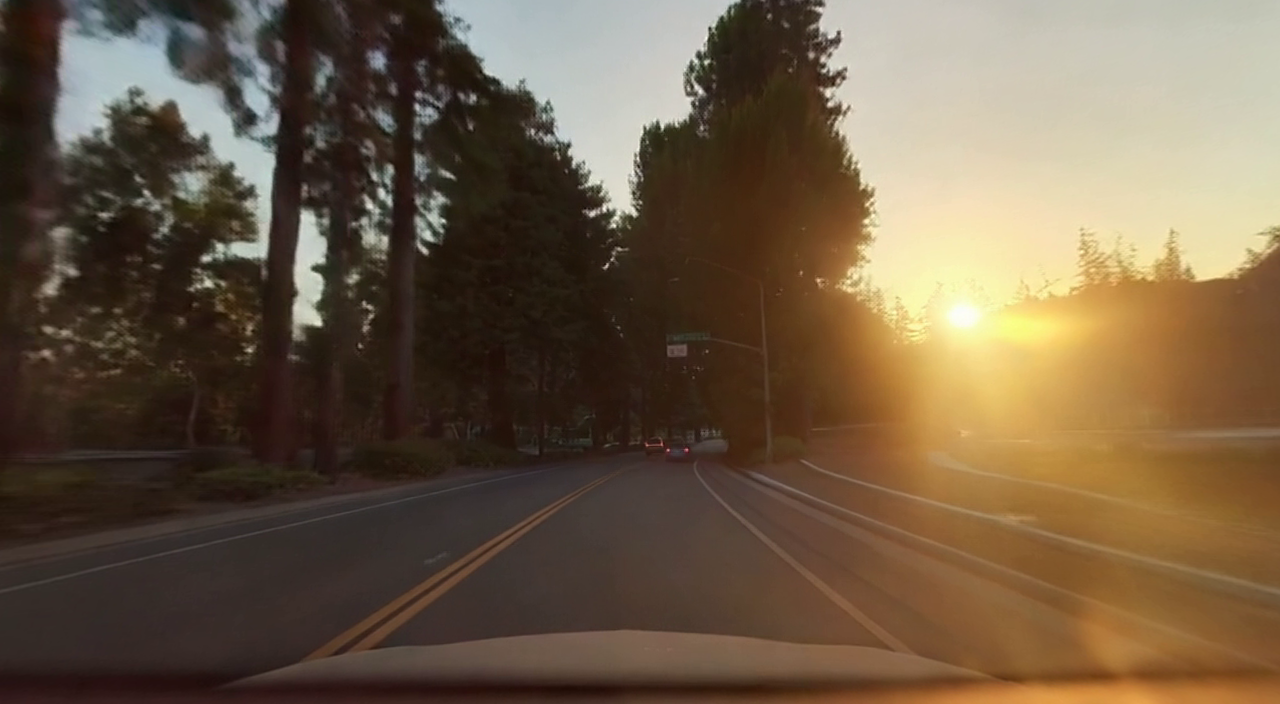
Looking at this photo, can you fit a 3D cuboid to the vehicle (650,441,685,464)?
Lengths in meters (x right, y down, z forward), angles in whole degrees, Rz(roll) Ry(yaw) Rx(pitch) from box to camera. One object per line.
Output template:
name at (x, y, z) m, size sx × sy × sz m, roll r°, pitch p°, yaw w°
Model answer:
vehicle at (1.904, 6.774, 42.818) m, size 2.071 × 1.474 × 4.047 m, roll -1°, pitch -8°, yaw 6°
